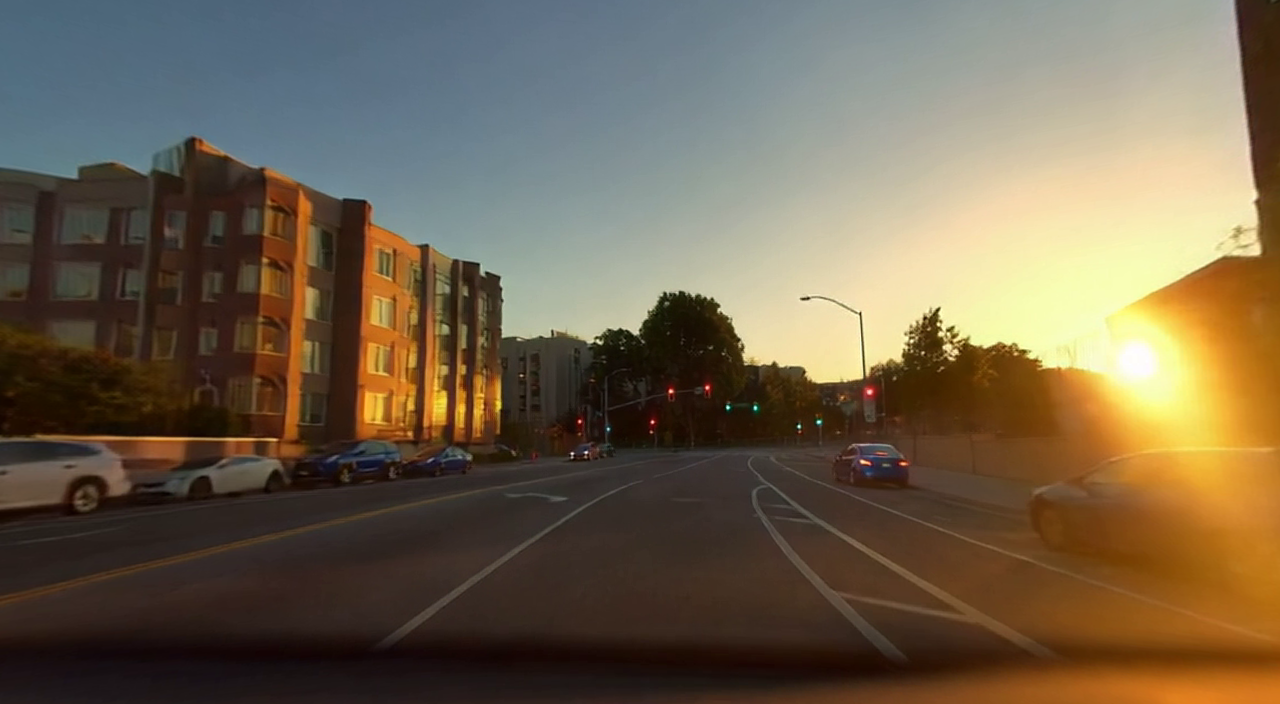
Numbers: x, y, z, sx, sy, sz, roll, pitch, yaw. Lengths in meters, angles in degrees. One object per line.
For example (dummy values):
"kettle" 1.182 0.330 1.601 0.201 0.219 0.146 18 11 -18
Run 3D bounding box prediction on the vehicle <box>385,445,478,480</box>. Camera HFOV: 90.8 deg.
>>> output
"vehicle" -9.582 5.088 29.481 1.894 1.493 4.902 -2 -8 11

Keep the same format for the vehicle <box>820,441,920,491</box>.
"vehicle" 7.618 3.796 21.533 2.010 1.473 5.353 -1 -8 7

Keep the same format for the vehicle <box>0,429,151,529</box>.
"vehicle" -12.291 2.372 11.968 1.933 1.759 5.002 0 -8 1

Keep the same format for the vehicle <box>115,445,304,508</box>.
"vehicle" -11.748 3.371 17.707 1.830 1.497 4.436 -1 -8 7

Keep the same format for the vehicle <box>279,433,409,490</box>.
"vehicle" -10.801 4.019 23.534 2.083 1.882 4.642 -1 -8 8

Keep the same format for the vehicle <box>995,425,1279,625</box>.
"vehicle" 5.987 1.558 6.449 2.049 1.517 4.830 0 -8 2
